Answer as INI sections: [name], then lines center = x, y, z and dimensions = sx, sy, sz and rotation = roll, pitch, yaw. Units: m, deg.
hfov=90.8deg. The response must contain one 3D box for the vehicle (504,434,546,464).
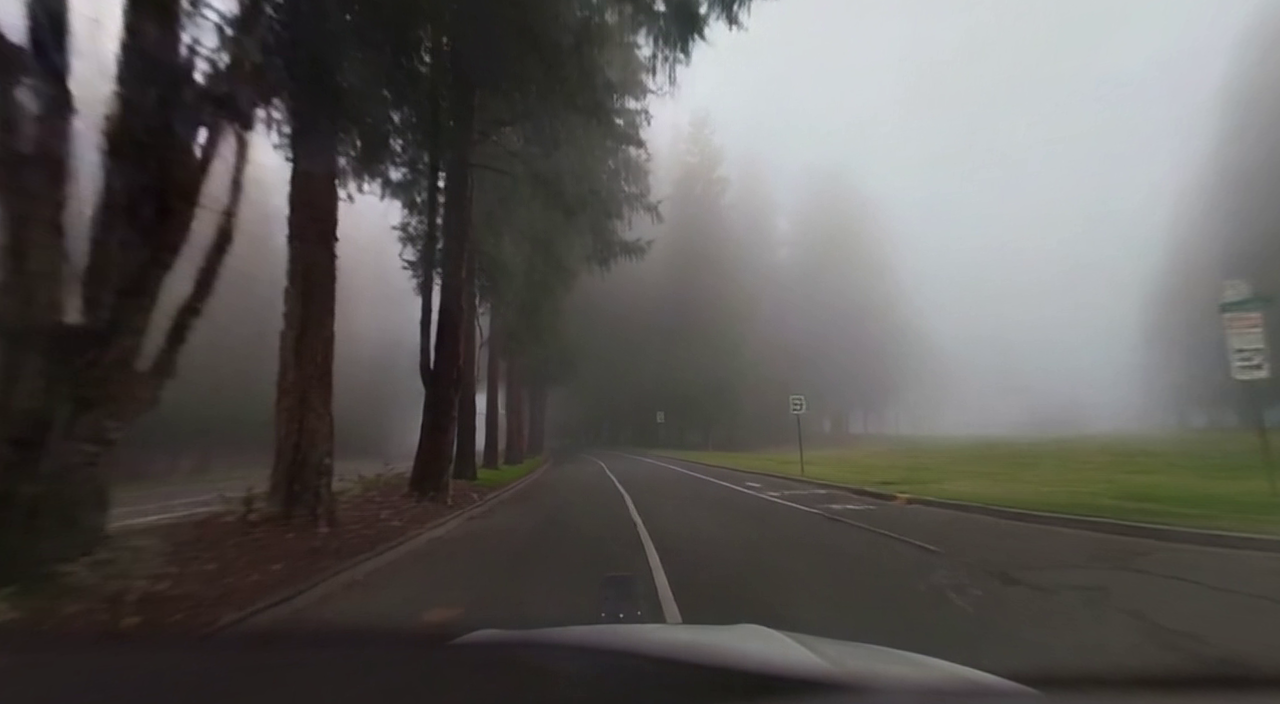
[vehicle]
center = -7.704, 6.589, 42.948
dimensions = 2.267, 1.849, 6.402
rotation = 0, -8, -5
